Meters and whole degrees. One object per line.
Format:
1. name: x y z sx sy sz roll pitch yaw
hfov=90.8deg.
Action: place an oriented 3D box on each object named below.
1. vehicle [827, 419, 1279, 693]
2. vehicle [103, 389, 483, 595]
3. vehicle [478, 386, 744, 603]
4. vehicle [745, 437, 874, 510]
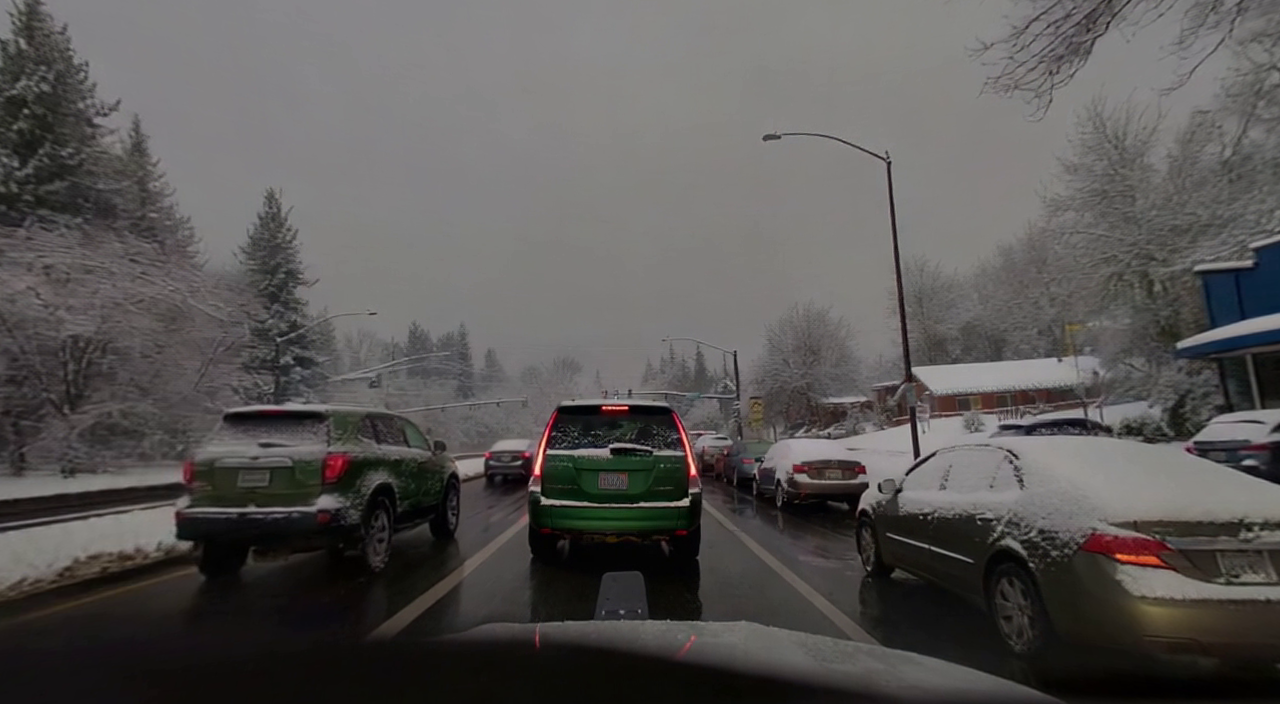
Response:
1. vehicle: 3.360 1.439 5.694 1.900 1.477 4.352 0 -9 -2
2. vehicle: -3.689 1.590 7.998 2.231 1.853 4.461 0 -9 0
3. vehicle: -0.293 1.515 7.526 2.238 1.825 4.190 0 -9 -1
4. vehicle: 3.923 2.865 15.411 1.875 1.521 4.192 0 -9 -1
